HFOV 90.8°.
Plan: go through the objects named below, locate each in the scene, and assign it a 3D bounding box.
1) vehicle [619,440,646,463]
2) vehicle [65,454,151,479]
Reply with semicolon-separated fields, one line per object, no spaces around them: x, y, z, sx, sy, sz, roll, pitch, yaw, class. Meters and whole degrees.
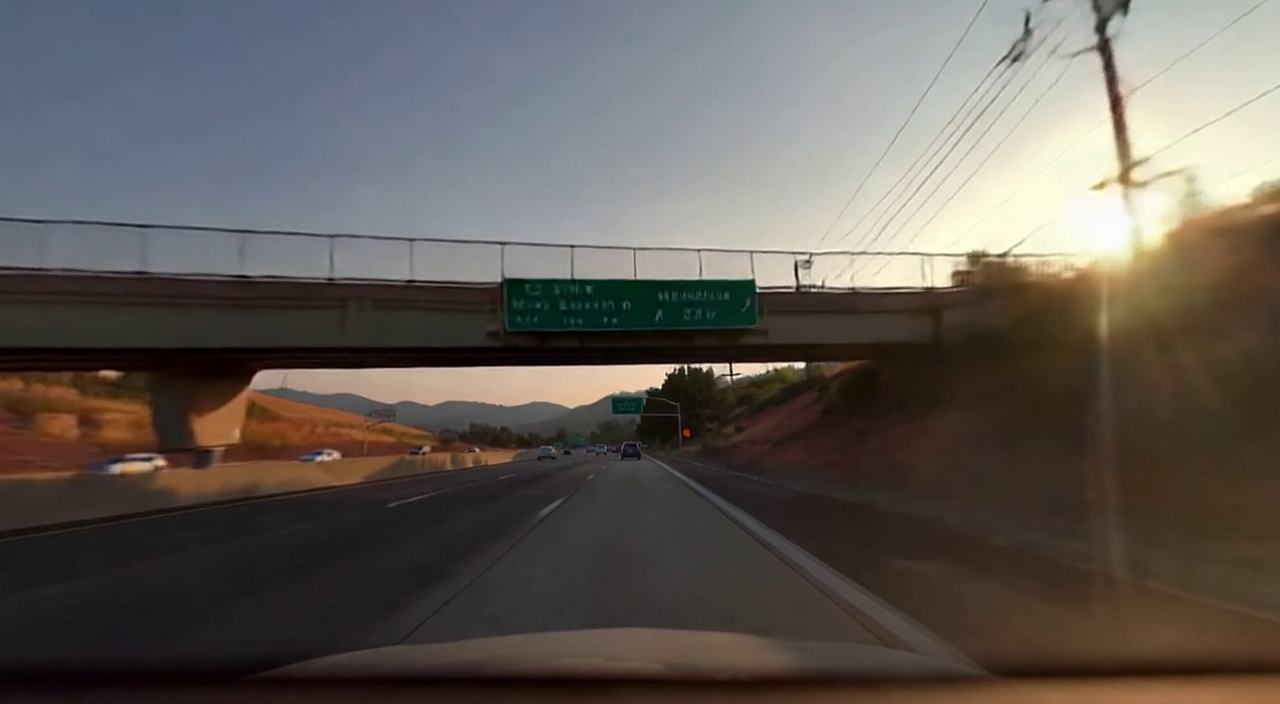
-0.605;7.834;49.995;2.063;1.715;4.299;0;-8;-1;vehicle
-36.452;7.821;43.439;1.839;1.424;4.645;0;-8;1;vehicle
